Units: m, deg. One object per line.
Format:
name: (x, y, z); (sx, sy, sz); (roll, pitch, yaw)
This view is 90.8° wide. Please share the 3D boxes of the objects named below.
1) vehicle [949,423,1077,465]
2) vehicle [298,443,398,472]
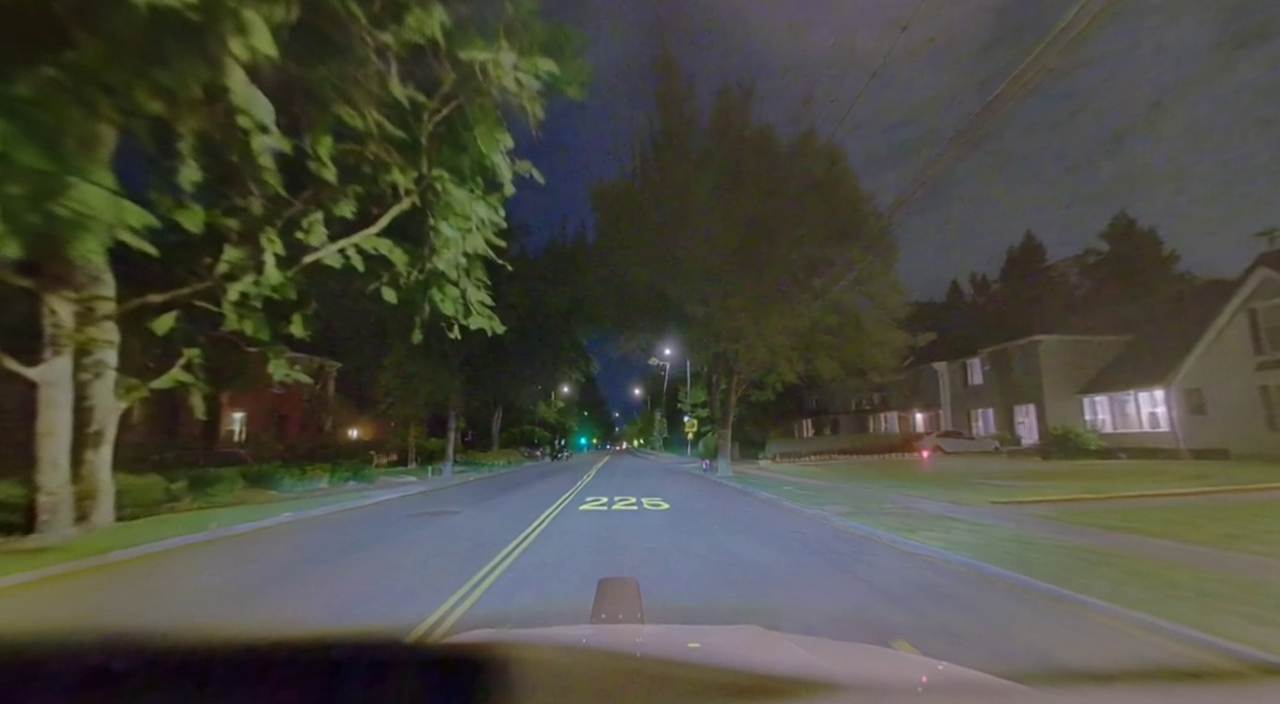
vehicle: (15.845, 3.933, 26.987); (4.198, 1.697, 1.984); (1, -9, -5)
vehicle: (-15.455, 5.625, 33.657); (4.388, 1.449, 1.882); (0, -9, -3)
